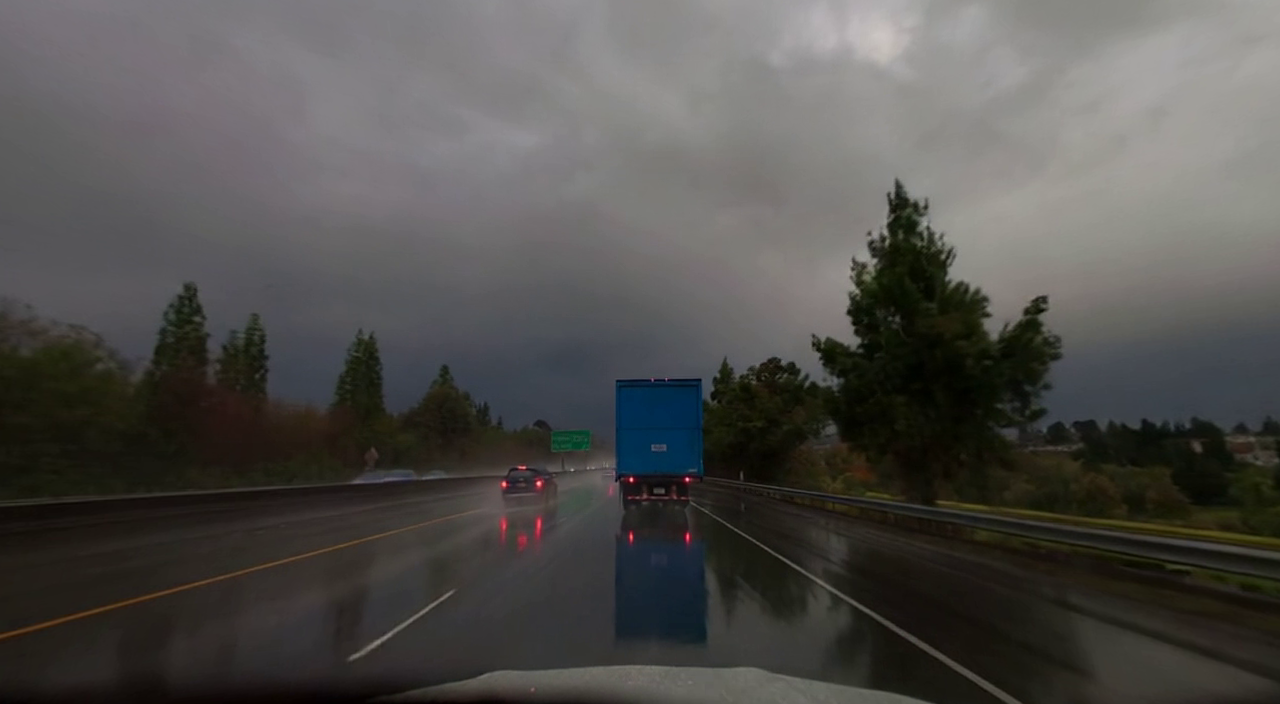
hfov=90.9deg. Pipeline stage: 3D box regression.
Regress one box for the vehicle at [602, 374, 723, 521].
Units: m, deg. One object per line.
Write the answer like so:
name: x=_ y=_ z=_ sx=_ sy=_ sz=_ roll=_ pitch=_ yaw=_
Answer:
vehicle: x=0.592 y=3.258 z=20.688 sx=3.008 sy=3.678 sz=9.512 roll=1 pitch=-10 yaw=0

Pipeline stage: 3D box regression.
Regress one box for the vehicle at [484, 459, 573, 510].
vehicle: x=-3.627 y=4.442 z=21.447 sx=2.079 sy=1.506 sz=4.821 roll=0 pitch=-10 yaw=1
